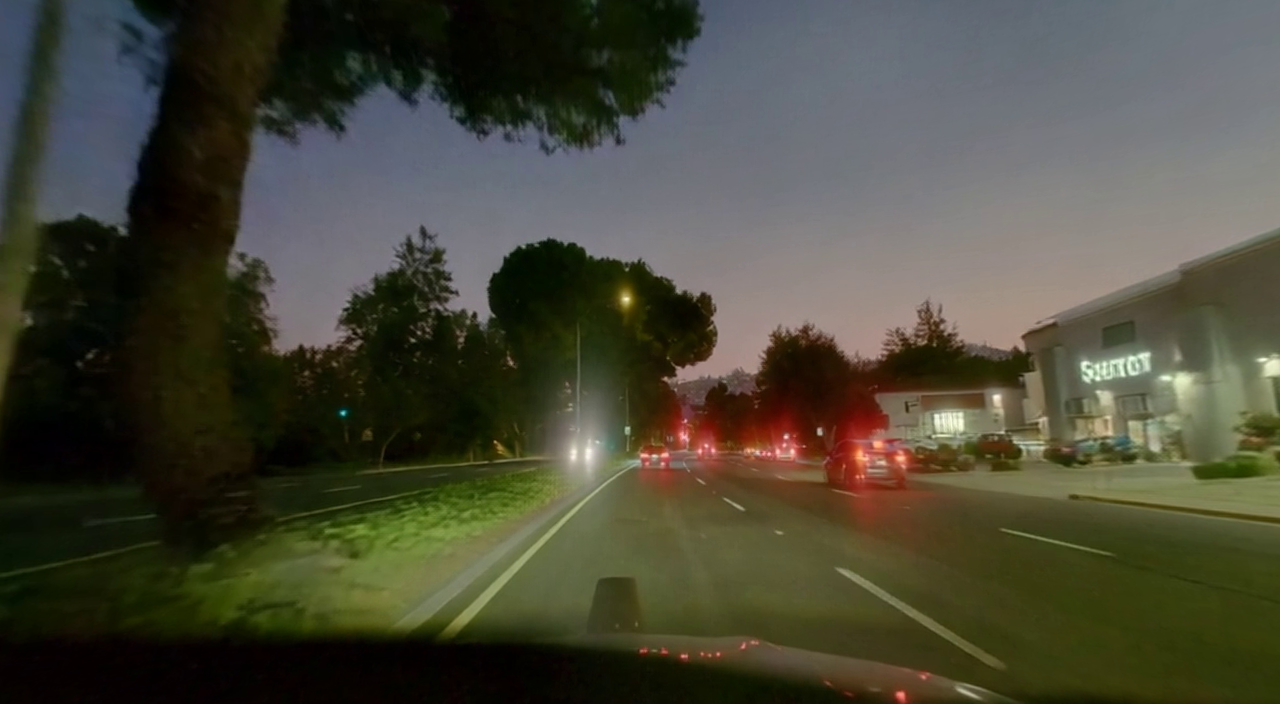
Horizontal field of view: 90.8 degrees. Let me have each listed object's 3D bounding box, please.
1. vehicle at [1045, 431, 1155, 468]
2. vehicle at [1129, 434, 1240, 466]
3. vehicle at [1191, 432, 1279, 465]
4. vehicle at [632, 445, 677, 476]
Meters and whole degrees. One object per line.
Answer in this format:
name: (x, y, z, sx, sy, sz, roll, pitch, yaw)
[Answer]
vehicle: (22.190, 4.703, 30.699, 1.864, 1.655, 4.179, 1, -8, -6)
vehicle: (27.116, 4.903, 31.635, 1.844, 1.481, 3.904, 1, -8, -6)
vehicle: (29.925, 4.750, 31.142, 1.799, 1.506, 3.944, 0, -9, -3)
vehicle: (0.757, 5.410, 31.732, 2.095, 1.456, 3.873, -1, -8, 2)
